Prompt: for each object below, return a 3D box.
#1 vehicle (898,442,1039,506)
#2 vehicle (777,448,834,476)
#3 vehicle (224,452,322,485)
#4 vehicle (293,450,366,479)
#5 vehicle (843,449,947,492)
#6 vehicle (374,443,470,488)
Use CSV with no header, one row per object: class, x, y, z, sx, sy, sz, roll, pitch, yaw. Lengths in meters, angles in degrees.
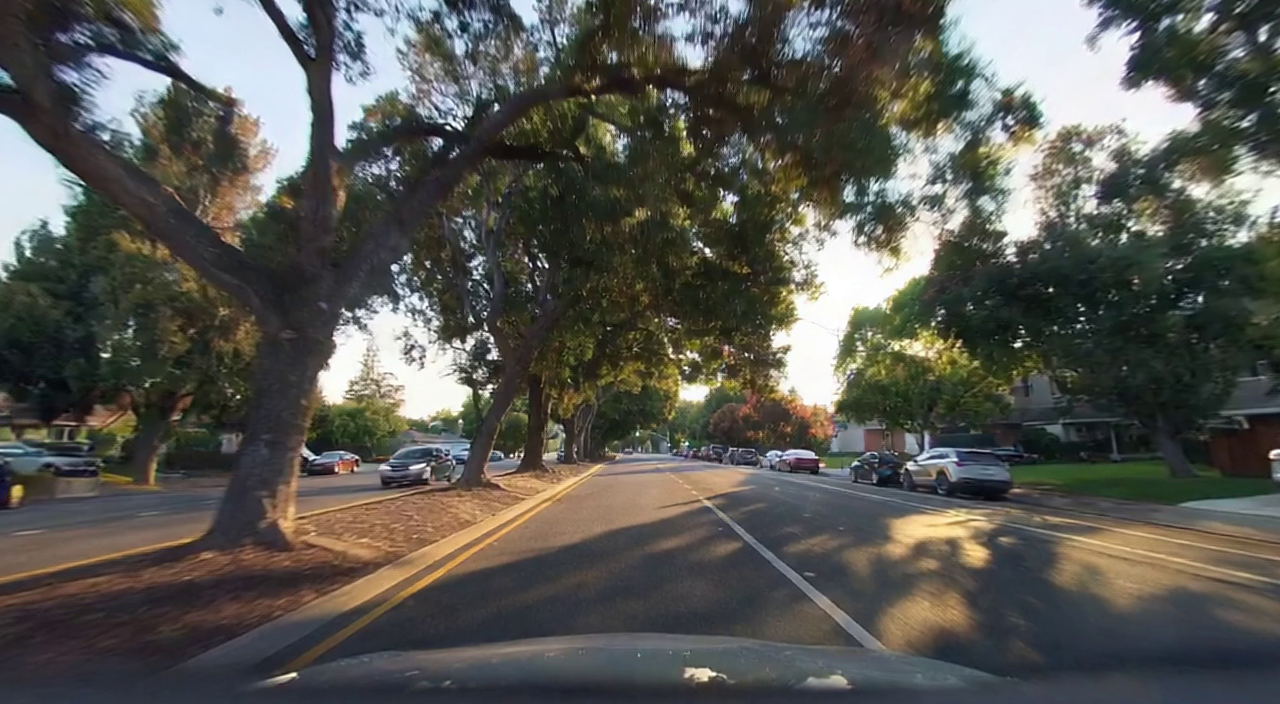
vehicle,9.794,3.612,19.293,1.882,1.702,4.346,0,-8,-1
vehicle,9.616,6.415,37.107,1.899,1.475,4.572,0,-8,-2
vehicle,-18.429,5.842,32.083,1.813,1.494,5.131,-1,-8,1
vehicle,-18.438,6.679,37.796,1.885,1.553,4.864,0,-8,0
vehicle,9.632,4.481,24.316,1.961,1.456,4.493,0,-8,-2
vehicle,-8.032,4.194,23.797,1.913,1.485,4.624,0,-8,1
